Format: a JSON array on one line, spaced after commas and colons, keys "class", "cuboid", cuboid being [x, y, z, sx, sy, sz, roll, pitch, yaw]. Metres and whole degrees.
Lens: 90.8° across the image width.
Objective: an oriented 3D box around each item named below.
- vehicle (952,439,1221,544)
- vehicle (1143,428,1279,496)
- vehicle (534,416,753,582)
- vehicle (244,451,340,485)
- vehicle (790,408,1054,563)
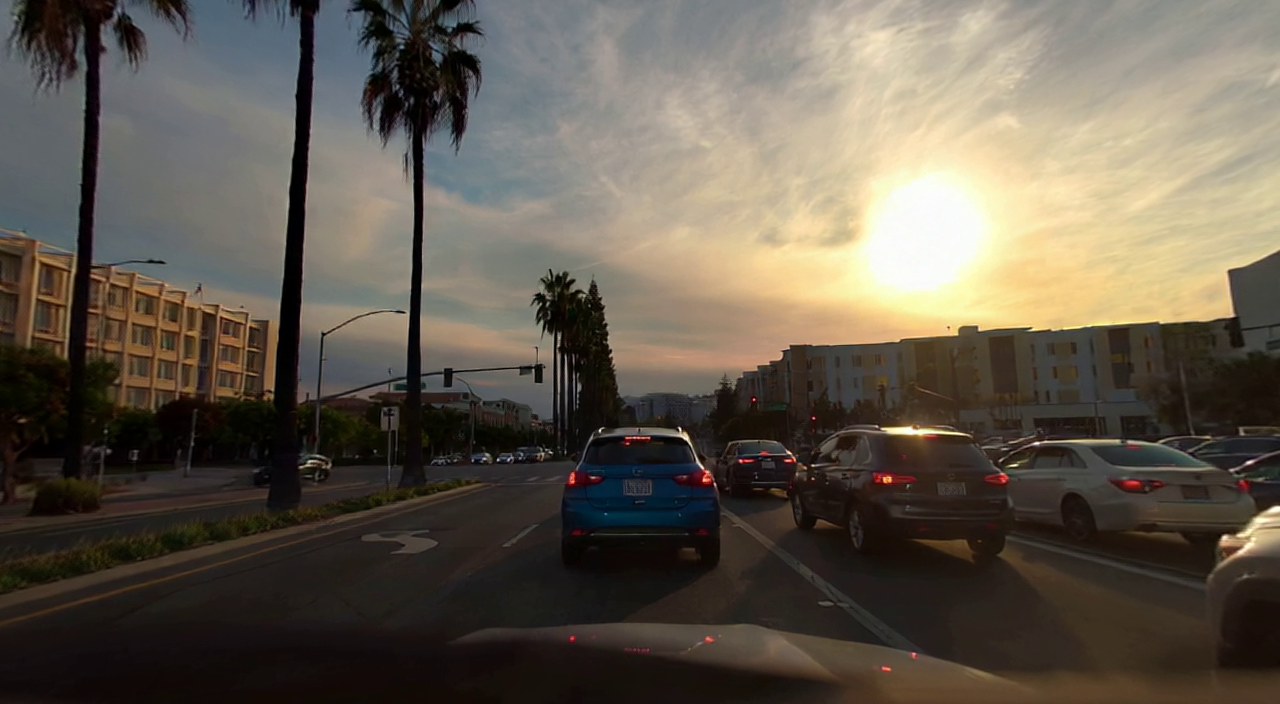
[{"class": "vehicle", "cuboid": [7.370, 2.298, 11.056, 1.832, 1.477, 3.981, 0, -9, 2]}, {"class": "vehicle", "cuboid": [18.062, 3.201, 18.486, 4.786, 1.848, 2.107, 0, -9, -1]}, {"class": "vehicle", "cuboid": [0.027, 1.711, 8.117, 2.083, 1.572, 4.021, 0, -9, 0]}, {"class": "vehicle", "cuboid": [-16.341, 5.452, 29.978, 2.021, 1.464, 4.505, 0, -9, -1]}, {"class": "vehicle", "cuboid": [3.669, 1.815, 9.247, 1.947, 1.725, 4.159, 0, -9, 0]}]
